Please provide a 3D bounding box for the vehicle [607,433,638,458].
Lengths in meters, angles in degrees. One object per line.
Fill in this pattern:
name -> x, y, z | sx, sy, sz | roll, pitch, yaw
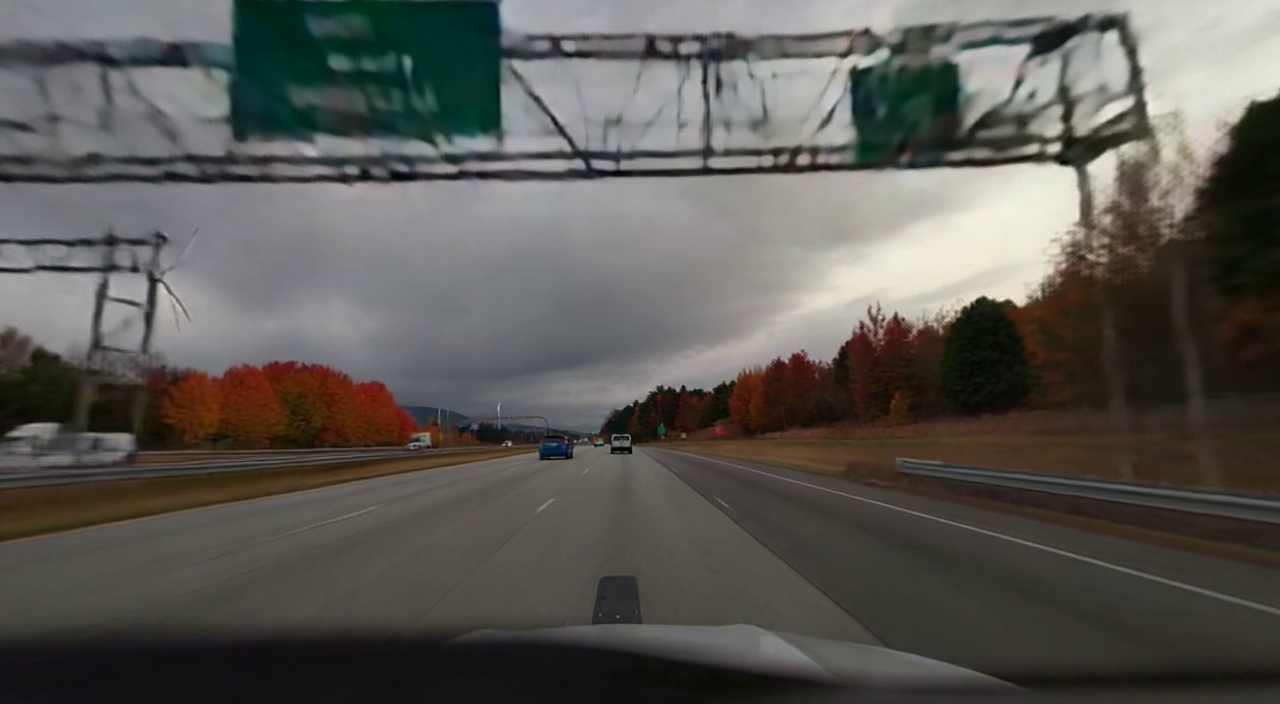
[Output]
vehicle -> -1.265, 7.014, 47.338 | 2.213, 1.774, 4.563 | 0, -8, -1

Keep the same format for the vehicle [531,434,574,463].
vehicle -> -5.156, 5.749, 37.630 | 2.062, 1.622, 4.153 | 0, -8, -1

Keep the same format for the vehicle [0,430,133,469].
vehicle -> -28.634, 4.867, 31.631 | 2.046, 1.773, 5.016 | 0, -8, 0
